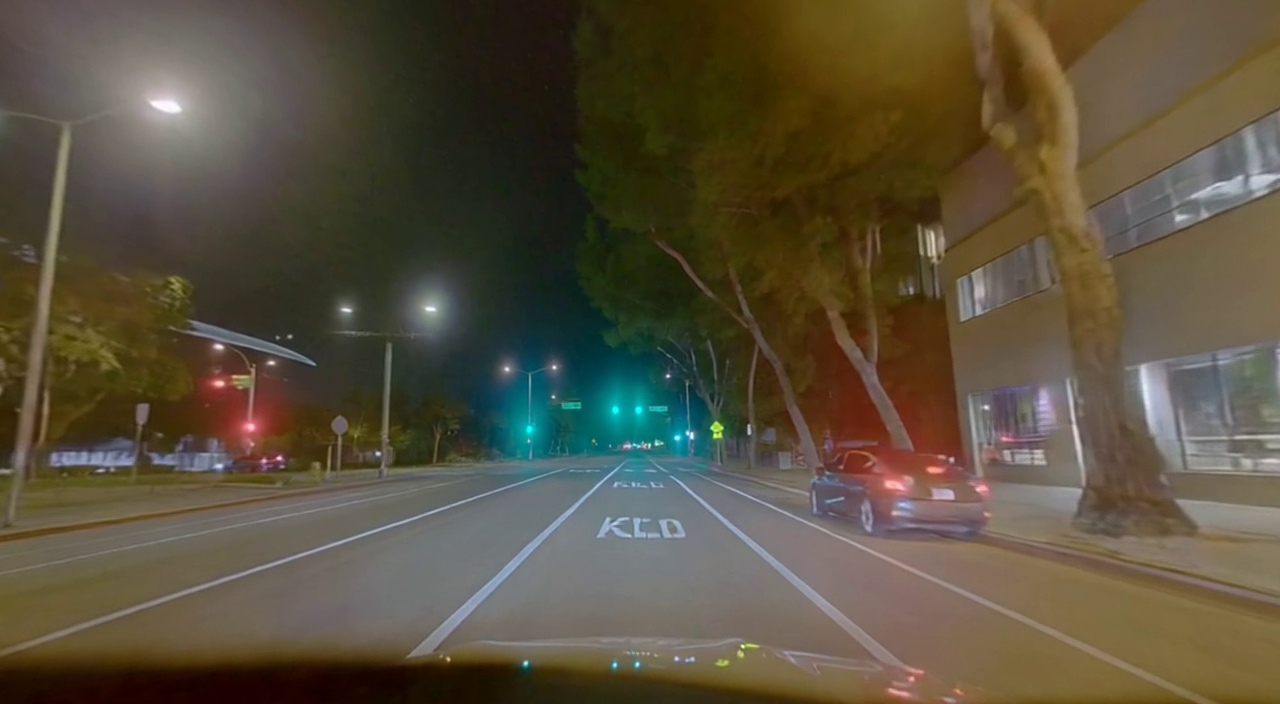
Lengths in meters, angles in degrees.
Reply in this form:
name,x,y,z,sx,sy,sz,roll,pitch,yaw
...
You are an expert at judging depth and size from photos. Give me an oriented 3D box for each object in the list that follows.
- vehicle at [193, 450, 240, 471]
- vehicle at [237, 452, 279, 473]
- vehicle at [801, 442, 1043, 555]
name,x,y,z,sx,sy,sz,roll,pitch,yaw
vehicle,-32.371,8.245,48.229,4.530,1.483,1.962,-8,-12,44
vehicle,-29.310,8.441,48.409,1.854,1.475,4.132,7,-12,-41
vehicle,4.282,2.254,10.577,1.856,1.462,4.501,0,-8,-2
